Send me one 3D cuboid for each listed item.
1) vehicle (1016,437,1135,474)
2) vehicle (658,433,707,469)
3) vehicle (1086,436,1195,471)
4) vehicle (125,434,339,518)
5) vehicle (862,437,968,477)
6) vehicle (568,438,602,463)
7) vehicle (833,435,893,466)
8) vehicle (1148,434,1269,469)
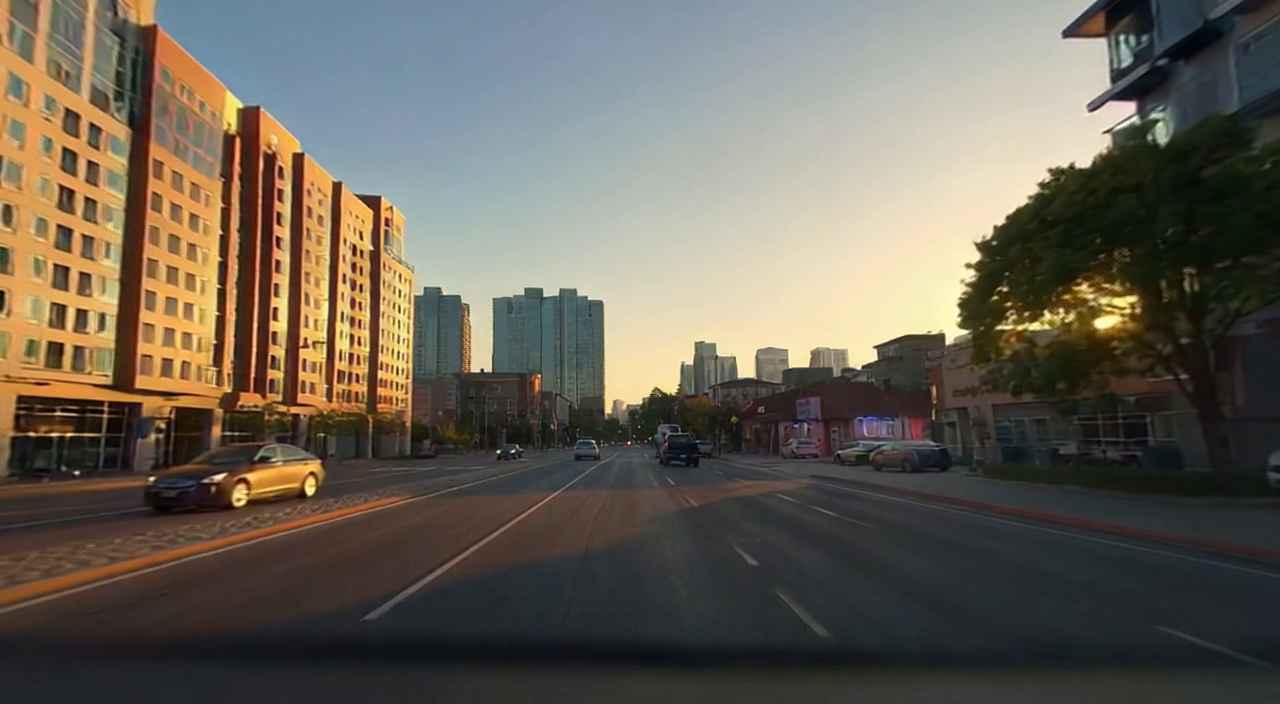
[{"bbox_3d":[20.077,4.787,29.442,2.013,1.548,4.579,1,-8,-5],"label":"vehicle"},{"bbox_3d":[2.197,5.352,34.327,2.130,1.787,5.126,0,-8,-2],"label":"vehicle"},{"bbox_3d":[23.674,4.809,30.125,1.950,1.495,4.161,-1,-8,4],"label":"vehicle"},{"bbox_3d":[-8.821,2.674,14.266,1.969,1.489,4.522,-2,-8,-2],"label":"vehicle"},{"bbox_3d":[11.816,4.499,27.549,1.954,1.483,4.742,-2,-7,-7],"label":"vehicle"},{"bbox_3d":[-3.752,6.809,43.822,2.046,1.617,4.601,0,-8,-2],"label":"vehicle"},{"bbox_3d":[13.950,6.192,39.917,2.019,1.819,4.909,0,-9,0],"label":"vehicle"},{"bbox_3d":[27.197,4.731,30.436,1.989,1.470,4.105,-3,-8,0],"label":"vehicle"}]
